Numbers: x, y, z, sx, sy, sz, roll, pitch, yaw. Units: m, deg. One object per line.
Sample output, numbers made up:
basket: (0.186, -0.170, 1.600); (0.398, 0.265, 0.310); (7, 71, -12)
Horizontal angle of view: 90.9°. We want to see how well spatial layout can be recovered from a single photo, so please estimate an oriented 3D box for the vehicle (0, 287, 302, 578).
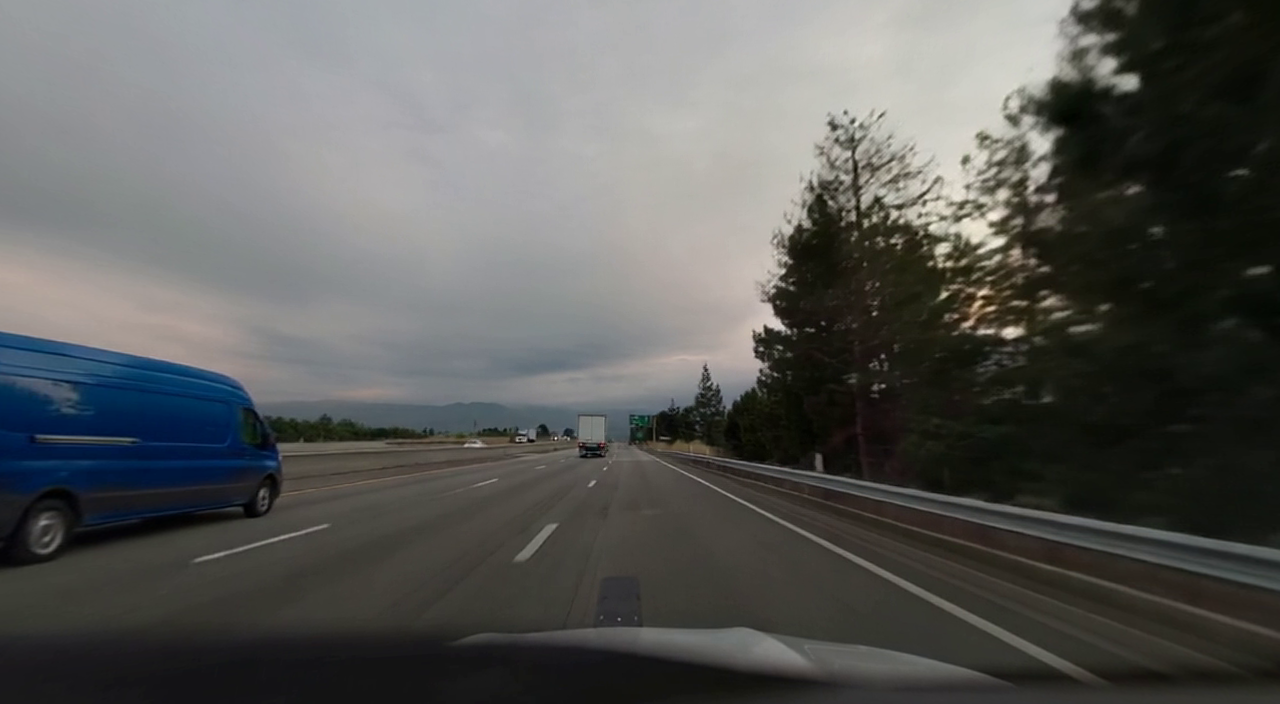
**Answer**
vehicle: (-7.371, 1.038, 7.982); (2.396, 2.763, 6.935); (0, -8, -1)
